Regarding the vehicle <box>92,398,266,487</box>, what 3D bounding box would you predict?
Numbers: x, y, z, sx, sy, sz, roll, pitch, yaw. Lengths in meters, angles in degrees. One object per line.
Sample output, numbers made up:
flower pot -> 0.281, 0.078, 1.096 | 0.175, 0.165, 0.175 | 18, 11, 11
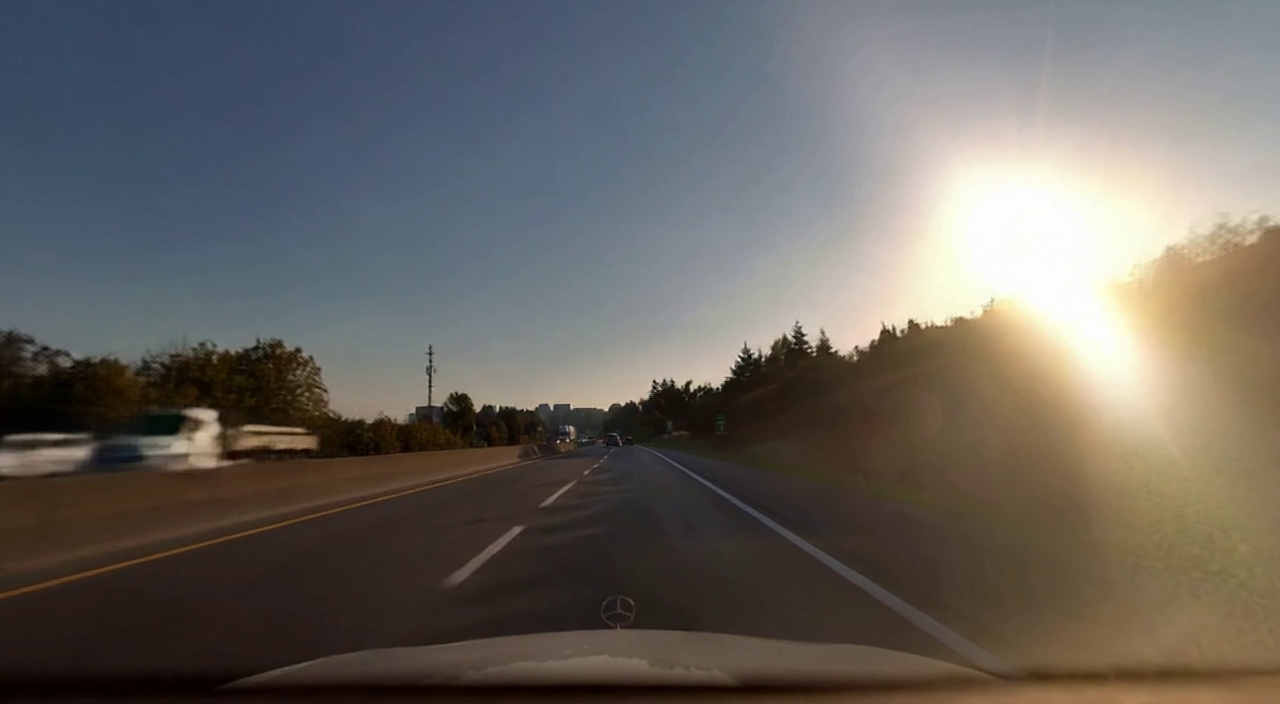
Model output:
vehicle -> -15.600, 3.097, 21.773 | 2.372, 2.705, 4.535 | -1, -8, 2

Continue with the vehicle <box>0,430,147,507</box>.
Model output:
vehicle -> -15.619, 2.871, 15.895 | 2.053, 1.724, 5.287 | 0, -8, 1
